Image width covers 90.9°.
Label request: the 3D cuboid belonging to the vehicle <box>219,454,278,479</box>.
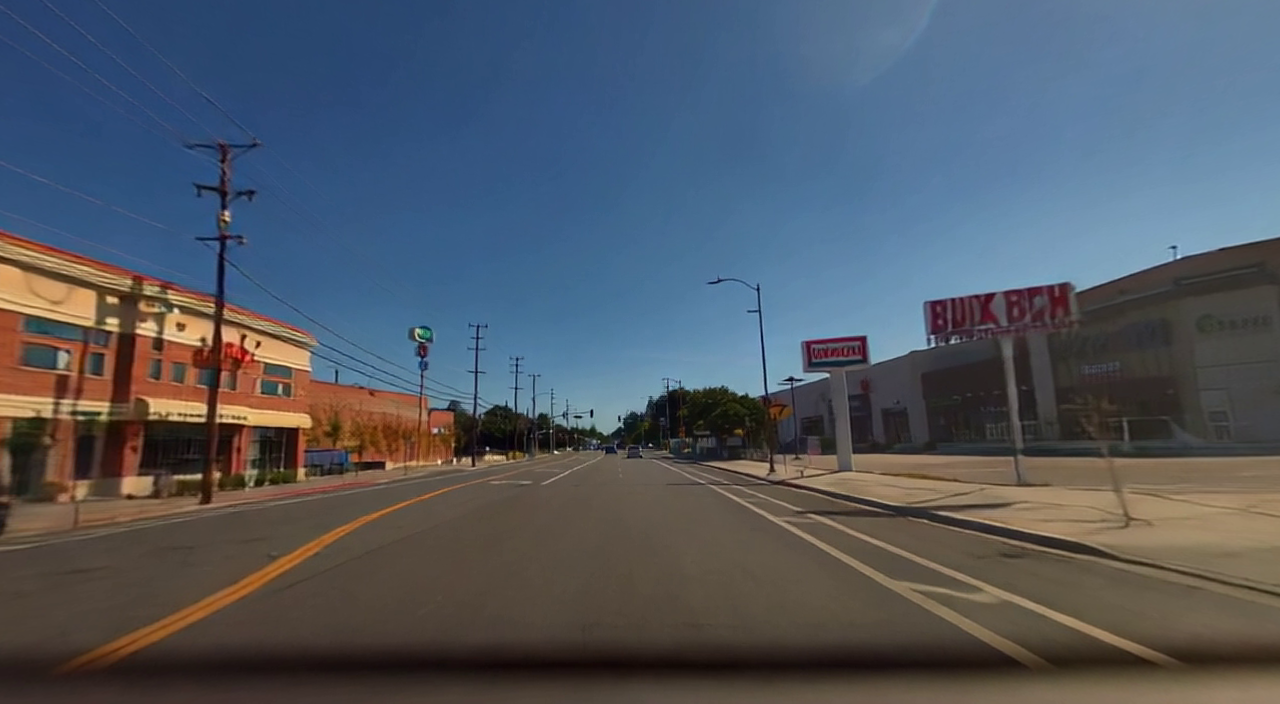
[{"bbox_3d":[-29.751,8.685,47.868,4.811,1.756,2.070,-7,-11,37],"label":"vehicle"}]
